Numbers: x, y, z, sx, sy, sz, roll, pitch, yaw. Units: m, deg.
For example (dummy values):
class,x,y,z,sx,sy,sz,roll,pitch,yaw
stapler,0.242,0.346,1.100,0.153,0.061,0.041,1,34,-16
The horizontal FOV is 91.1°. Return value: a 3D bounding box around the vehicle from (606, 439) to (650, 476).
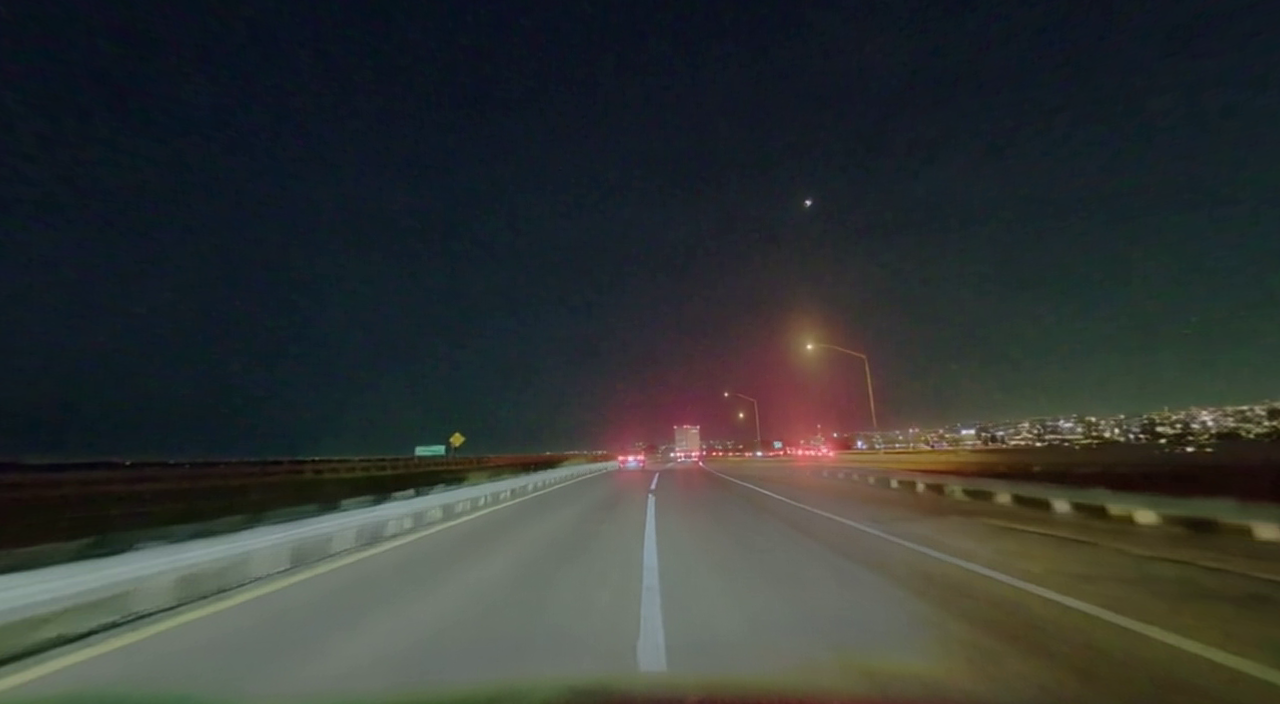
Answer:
class,x,y,z,sx,sy,sz,roll,pitch,yaw
vehicle,-0.627,6.350,37.945,2.271,2.049,4.894,-1,-9,3
